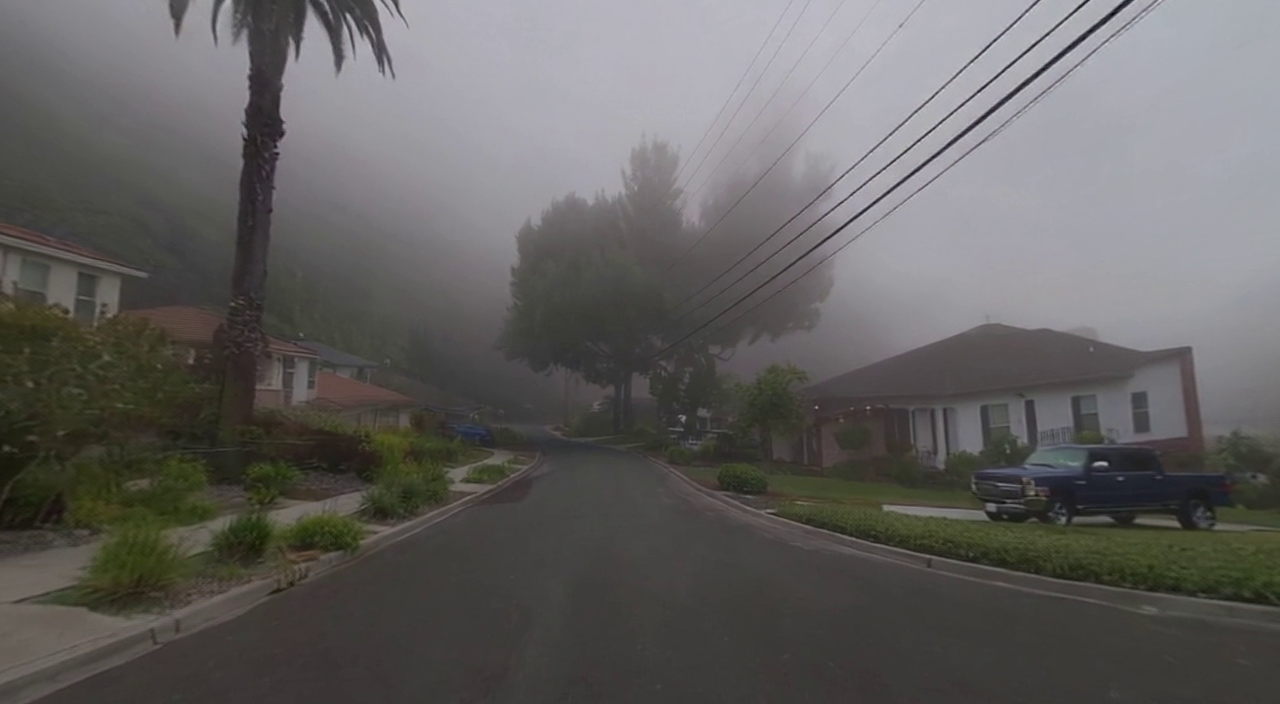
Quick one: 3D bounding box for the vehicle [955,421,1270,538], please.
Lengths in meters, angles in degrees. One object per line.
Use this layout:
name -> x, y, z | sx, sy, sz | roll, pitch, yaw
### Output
vehicle -> 9.305, 2.503, 12.427 | 5.663, 1.913, 2.170 | 5, -11, -21
